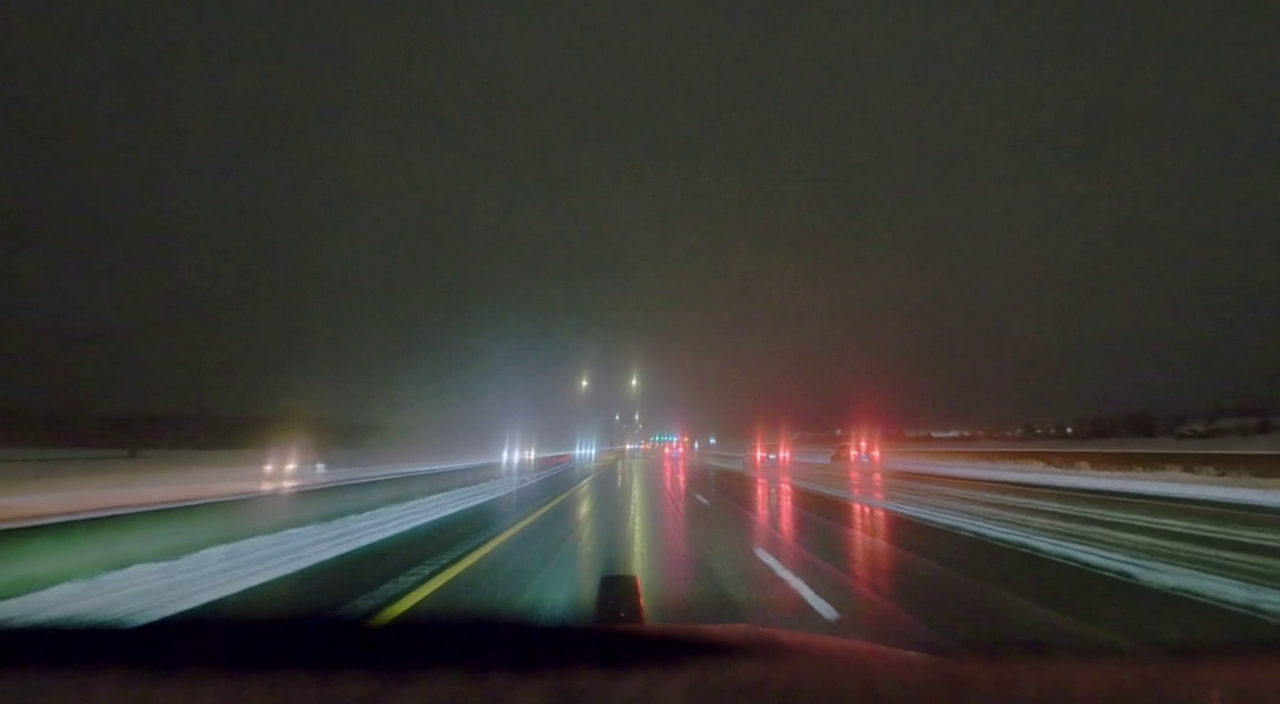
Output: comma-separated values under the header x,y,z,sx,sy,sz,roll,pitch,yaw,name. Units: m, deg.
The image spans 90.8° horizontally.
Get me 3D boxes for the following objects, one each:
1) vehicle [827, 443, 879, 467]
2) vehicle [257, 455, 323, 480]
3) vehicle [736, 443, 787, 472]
x,y,z,sx,sy,sz,roll,pitch,yaw,name
14.675,7.103,43.719,2.025,1.595,4.268,0,-9,-1,vehicle
-22.023,7.271,39.963,1.714,1.388,4.329,0,-8,0,vehicle
6.765,5.912,35.557,2.038,1.528,3.910,0,-9,-1,vehicle
